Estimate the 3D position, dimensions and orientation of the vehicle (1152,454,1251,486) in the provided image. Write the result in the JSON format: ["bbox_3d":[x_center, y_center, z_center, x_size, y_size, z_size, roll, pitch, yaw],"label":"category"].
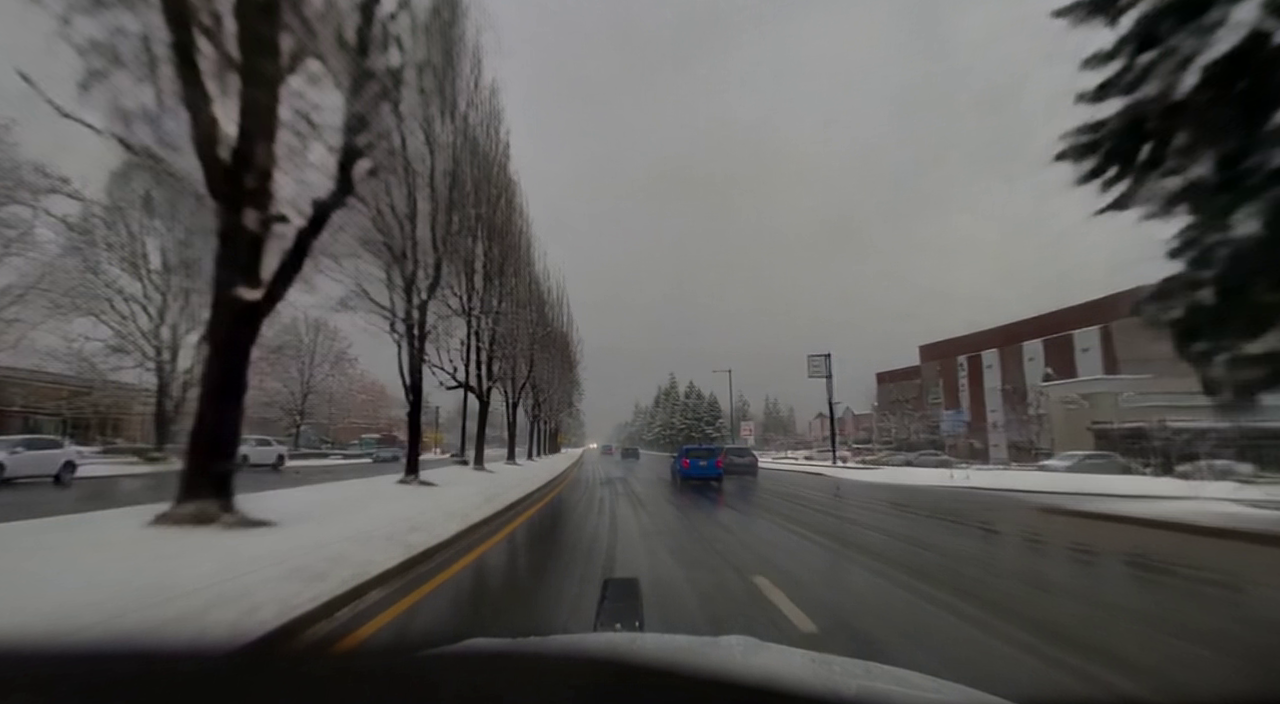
[{"bbox_3d":[33.862,7.078,37.974,4.858,1.806,2.124,3,-9,-17],"label":"vehicle"}]

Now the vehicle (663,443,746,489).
[{"bbox_3d":[2.142,3.971,22.279,2.256,1.451,4.313,1,-8,-4],"label":"vehicle"}]

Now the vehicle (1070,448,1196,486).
[{"bbox_3d":[21.481,5.009,27.476,4.424,1.531,2.008,3,-9,-16],"label":"vehicle"}]

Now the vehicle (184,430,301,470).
[{"bbox_3d":[-23.258,5.796,37.297,2.593,2.075,6.841,1,-9,-2],"label":"vehicle"}]

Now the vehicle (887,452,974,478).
[{"bbox_3d":[18.004,6.988,39.085,4.646,1.479,2.070,3,-9,-17],"label":"vehicle"}]
